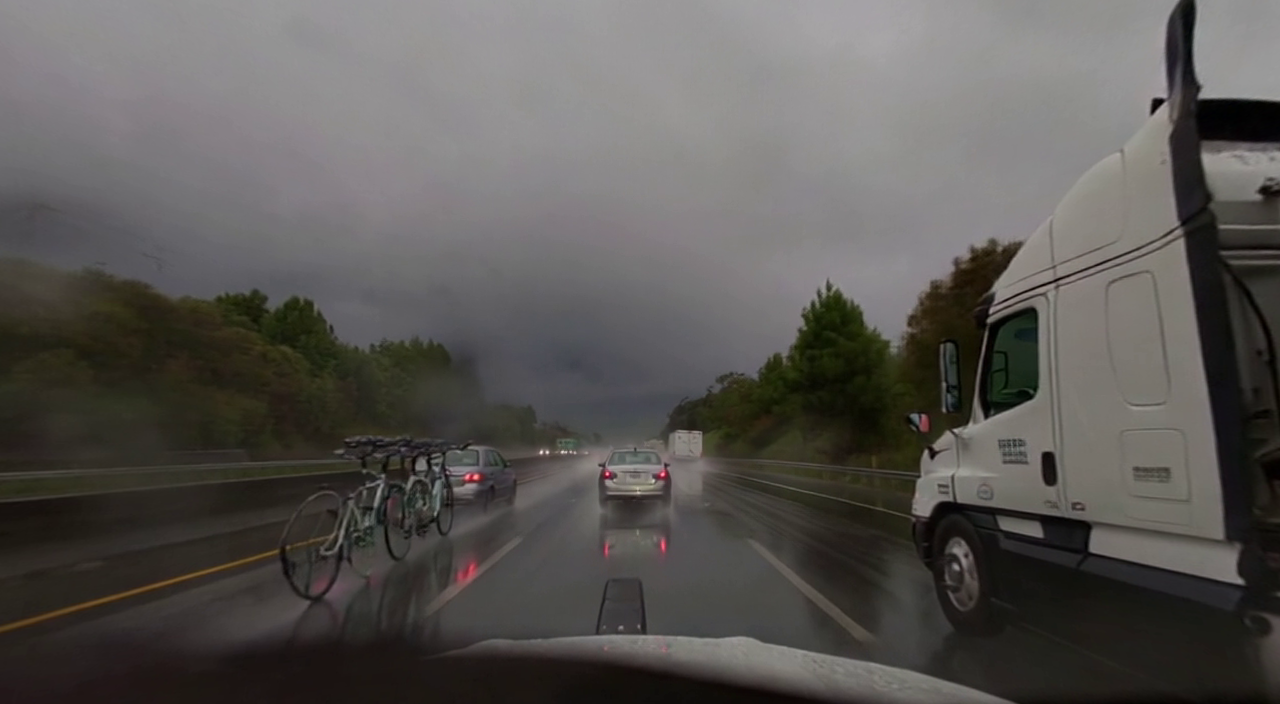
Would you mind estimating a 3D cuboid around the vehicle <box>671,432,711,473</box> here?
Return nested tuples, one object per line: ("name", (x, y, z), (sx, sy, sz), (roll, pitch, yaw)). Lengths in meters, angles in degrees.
("vehicle", (3.463, 6.968, 43.779), (2.234, 2.679, 5.372), (0, -9, -1))

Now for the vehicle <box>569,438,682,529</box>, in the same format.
("vehicle", (-0.263, 2.576, 12.850), (1.973, 1.574, 3.426), (0, -9, 0))

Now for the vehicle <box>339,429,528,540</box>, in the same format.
("vehicle", (-3.550, 2.371, 11.933), (1.985, 1.671, 4.604), (0, -9, 0))
